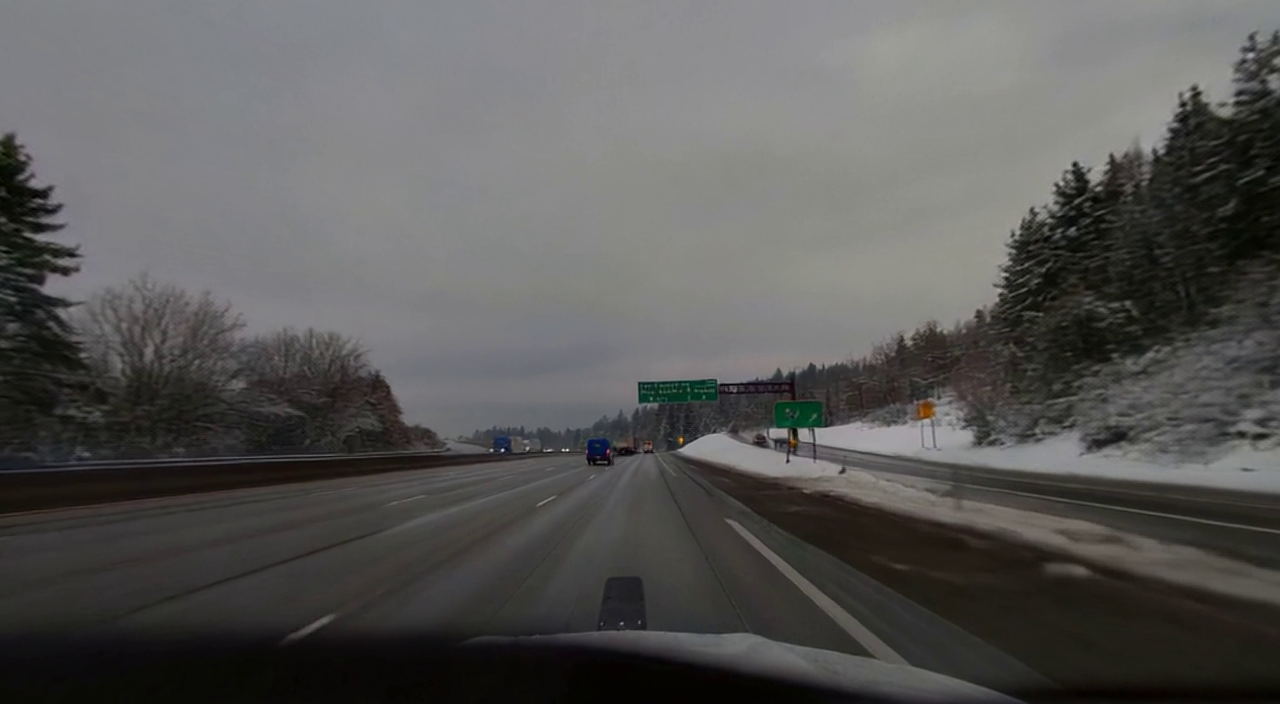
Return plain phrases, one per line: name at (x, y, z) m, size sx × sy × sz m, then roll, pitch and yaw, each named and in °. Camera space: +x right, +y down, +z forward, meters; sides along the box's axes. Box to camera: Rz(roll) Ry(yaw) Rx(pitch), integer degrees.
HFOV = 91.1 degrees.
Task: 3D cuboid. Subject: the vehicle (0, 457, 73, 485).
vehicle at (-37.663, 7.196, 38.324) m, size 1.868 × 1.486 × 4.731 m, roll 0°, pitch -8°, yaw -3°
